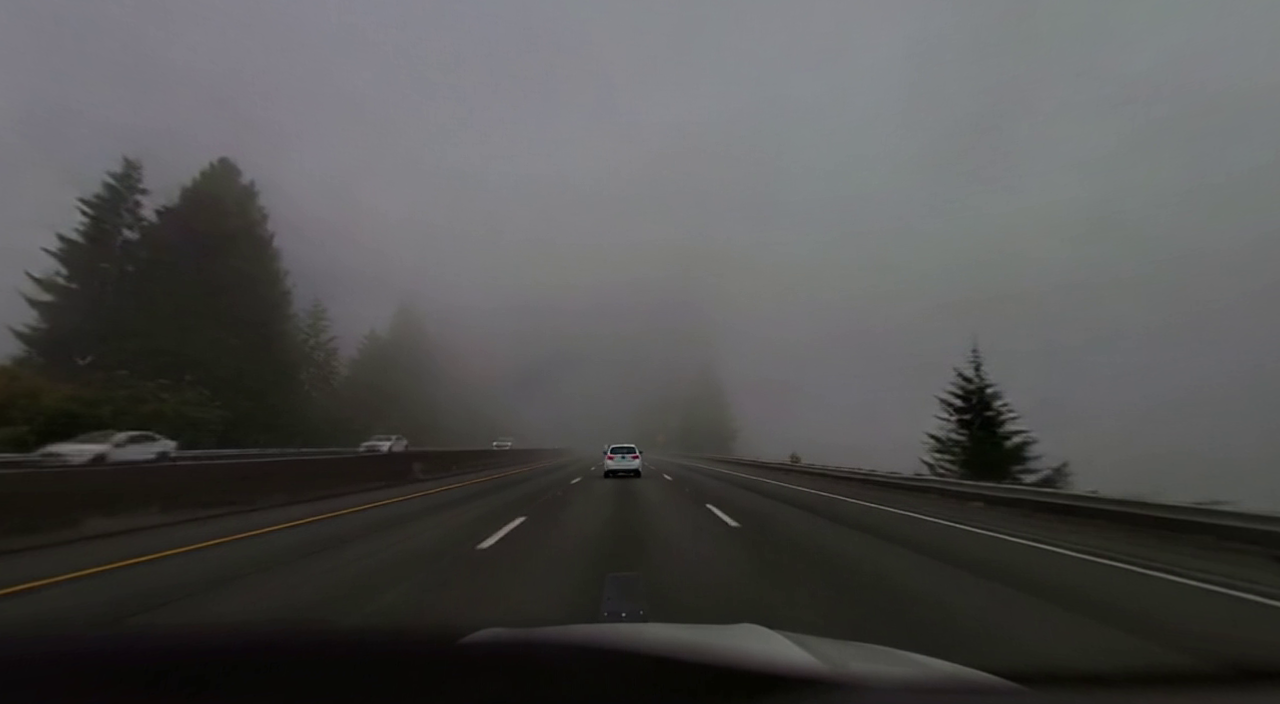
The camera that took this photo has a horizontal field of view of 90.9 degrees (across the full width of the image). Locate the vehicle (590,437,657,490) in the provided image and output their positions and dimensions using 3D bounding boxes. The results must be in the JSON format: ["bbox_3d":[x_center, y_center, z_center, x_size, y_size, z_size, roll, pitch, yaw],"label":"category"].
[{"bbox_3d":[-0.543,3.670,21.027,2.011,1.590,3.607,0,-9,-1],"label":"vehicle"}]

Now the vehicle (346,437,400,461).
[{"bbox_3d":[-17.780,6.467,42.189,1.837,1.512,4.359,0,-9,-2],"label":"vehicle"}]

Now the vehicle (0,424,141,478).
[{"bbox_3d":[-17.730,3.041,19.401,1.714,1.482,3.643,0,-9,-1],"label":"vehicle"}]
